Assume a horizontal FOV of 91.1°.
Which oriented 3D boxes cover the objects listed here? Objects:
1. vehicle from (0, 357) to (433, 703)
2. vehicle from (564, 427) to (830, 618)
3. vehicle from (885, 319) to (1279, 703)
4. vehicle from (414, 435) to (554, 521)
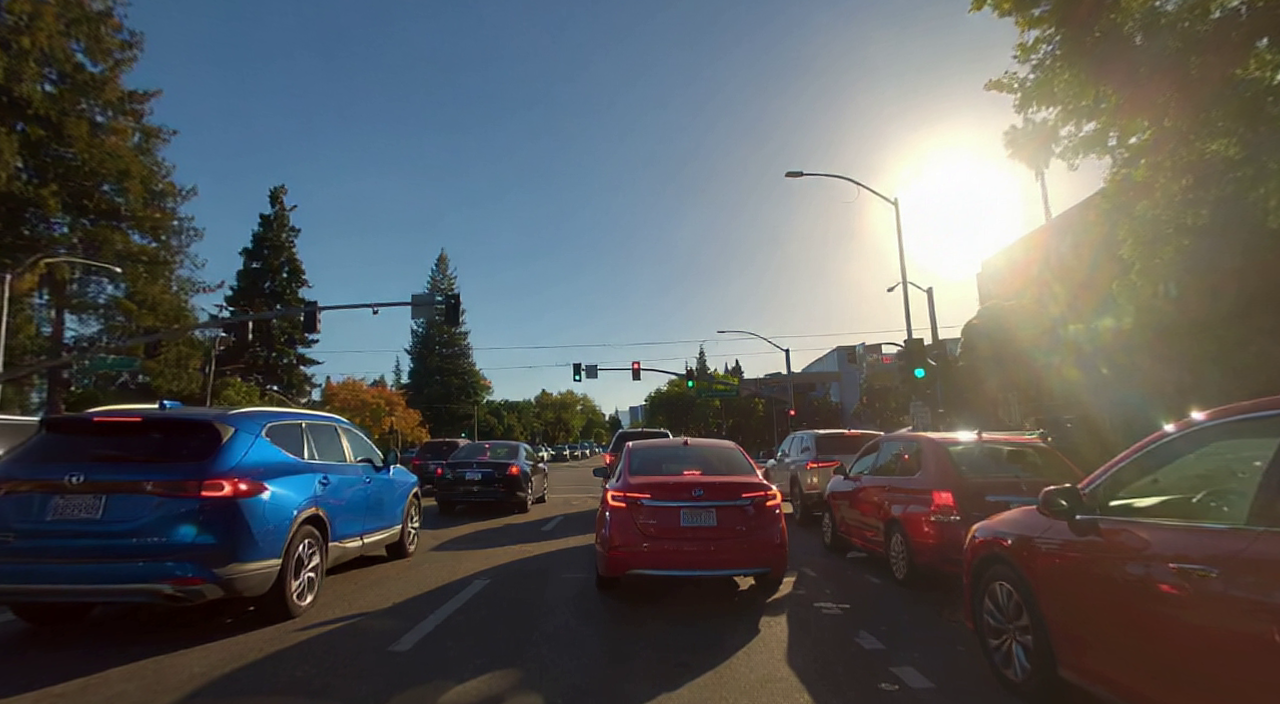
[{"bbox_3d":[-3.465,1.218,5.280,1.889,1.767,4.289,0,-8,1],"label":"vehicle"},{"bbox_3d":[0.440,1.614,6.883,2.051,1.460,3.932,0,-8,0],"label":"vehicle"},{"bbox_3d":[3.042,0.922,3.052,1.880,1.747,4.500,0,-8,0],"label":"vehicle"},{"bbox_3d":[-3.073,2.565,13.325,1.868,1.516,4.114,0,-8,0],"label":"vehicle"}]
